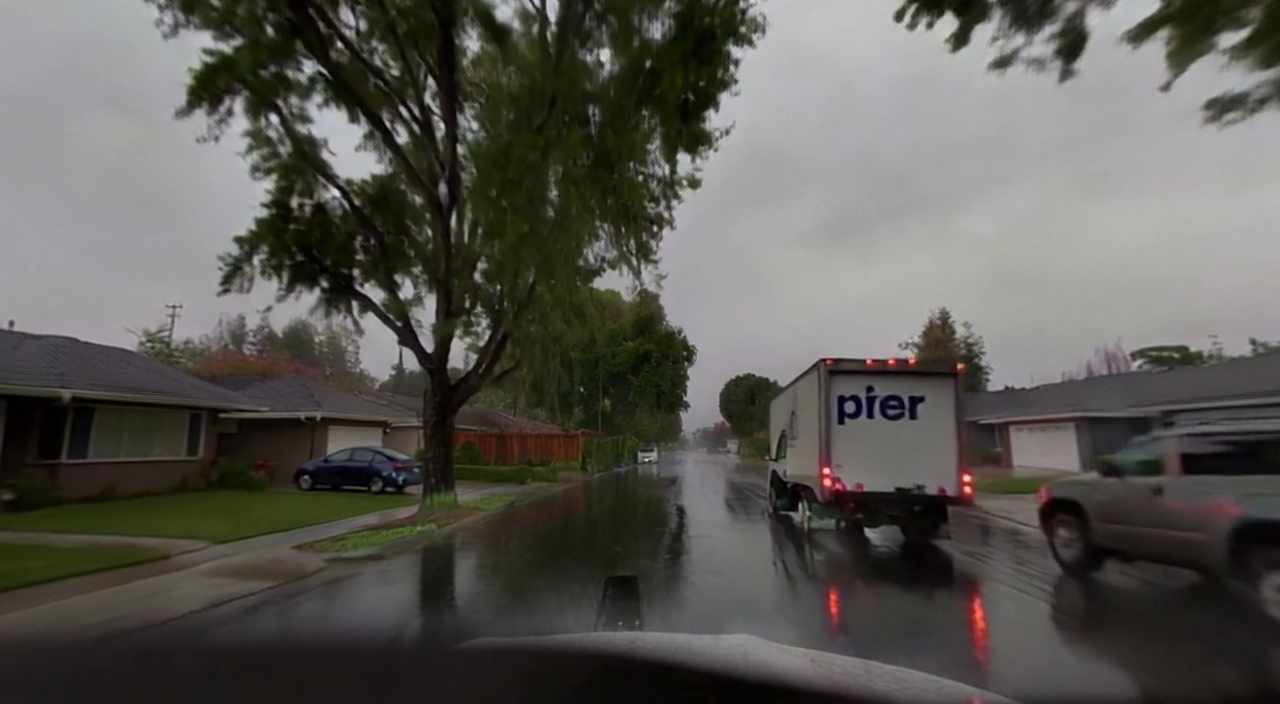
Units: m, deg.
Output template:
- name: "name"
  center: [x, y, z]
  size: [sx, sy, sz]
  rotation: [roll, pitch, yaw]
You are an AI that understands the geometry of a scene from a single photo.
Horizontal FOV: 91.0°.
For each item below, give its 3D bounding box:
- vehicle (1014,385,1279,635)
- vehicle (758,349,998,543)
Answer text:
- name: "vehicle"
  center: [6.164, 1.416, 6.166]
  size: [2.410, 1.902, 4.277]
  rotation: [0, -9, 2]
- name: "vehicle"
  center: [4.425, 2.041, 13.750]
  size: [2.924, 3.018, 7.600]
  rotation: [-1, -9, 6]
